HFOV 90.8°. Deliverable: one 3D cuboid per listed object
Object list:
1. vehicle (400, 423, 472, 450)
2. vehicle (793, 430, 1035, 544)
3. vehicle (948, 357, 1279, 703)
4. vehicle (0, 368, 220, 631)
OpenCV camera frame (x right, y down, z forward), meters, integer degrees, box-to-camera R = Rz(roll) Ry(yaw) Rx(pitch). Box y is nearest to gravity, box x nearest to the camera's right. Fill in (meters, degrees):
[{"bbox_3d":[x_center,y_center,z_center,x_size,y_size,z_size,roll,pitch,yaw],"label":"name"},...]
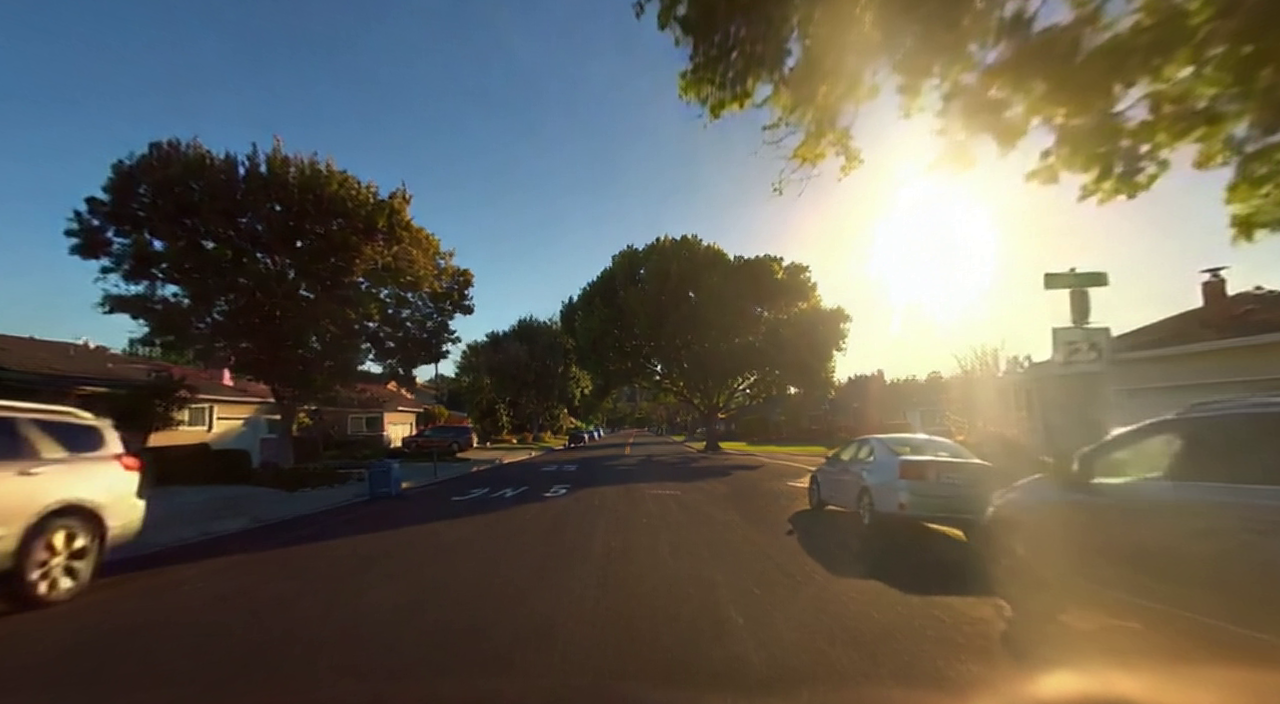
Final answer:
[{"bbox_3d":[-13.023,5.428,40.552,3.921,1.629,1.832,0,-9,3],"label":"vehicle"},{"bbox_3d":[4.063,2.032,10.394,1.952,1.442,4.529,0,-7,0],"label":"vehicle"},{"bbox_3d":[3.789,0.965,3.303,2.033,1.730,4.554,0,-8,0],"label":"vehicle"},{"bbox_3d":[-5.932,1.062,4.299,2.322,1.949,5.695,-1,-8,-1],"label":"vehicle"}]
